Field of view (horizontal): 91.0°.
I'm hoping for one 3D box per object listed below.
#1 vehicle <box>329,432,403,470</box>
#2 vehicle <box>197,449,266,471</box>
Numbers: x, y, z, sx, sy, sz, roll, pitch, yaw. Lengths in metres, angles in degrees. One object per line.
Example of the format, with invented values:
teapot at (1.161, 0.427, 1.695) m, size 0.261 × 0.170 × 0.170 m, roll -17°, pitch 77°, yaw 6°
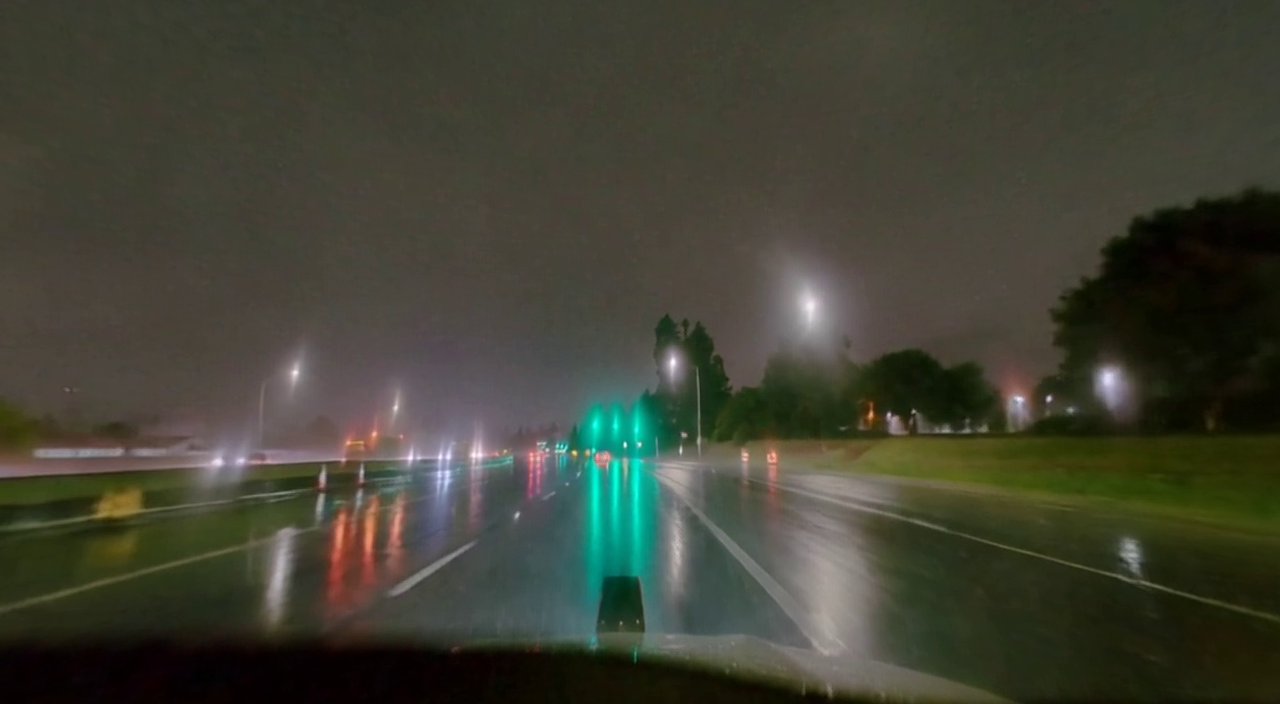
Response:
vehicle at (-18.779, 6.934, 43.567) m, size 2.450 × 2.180 × 6.404 m, roll 7°, pitch -11°, yaw -3°
vehicle at (-31.194, 8.239, 48.316) m, size 2.075 × 1.589 × 5.035 m, roll 0°, pitch -9°, yaw -2°
